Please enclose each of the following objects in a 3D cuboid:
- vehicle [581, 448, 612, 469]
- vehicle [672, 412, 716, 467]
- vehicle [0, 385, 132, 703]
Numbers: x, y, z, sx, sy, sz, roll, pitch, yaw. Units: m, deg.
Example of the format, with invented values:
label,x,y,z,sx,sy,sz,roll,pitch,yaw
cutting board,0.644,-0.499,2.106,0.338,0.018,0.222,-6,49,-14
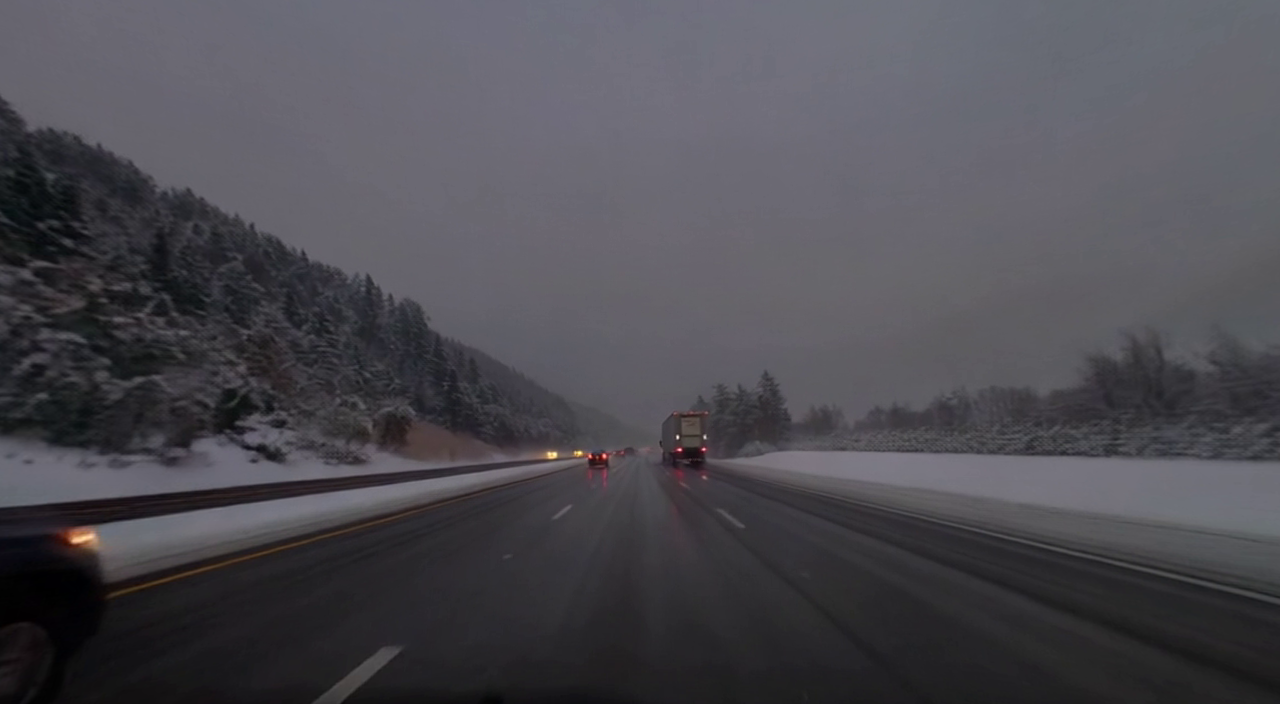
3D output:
label,x,y,z,sx,sy,sz,roll,pitch,yaw
vehicle,-3.345,8.196,48.890,2.091,1.522,4.301,0,-9,0
vehicle,4.111,6.891,49.415,2.904,4.001,5.861,0,-9,-1
vehicle,-3.472,0.683,0.985,1.944,1.548,4.051,0,-9,0
